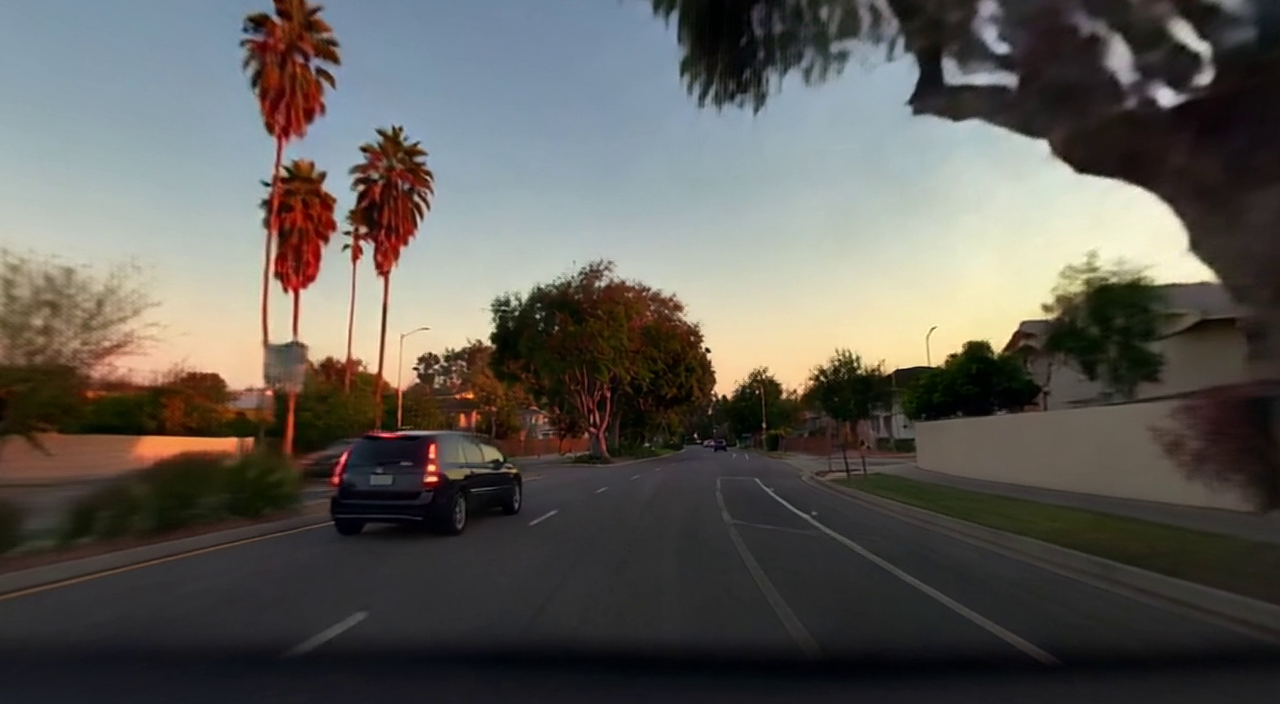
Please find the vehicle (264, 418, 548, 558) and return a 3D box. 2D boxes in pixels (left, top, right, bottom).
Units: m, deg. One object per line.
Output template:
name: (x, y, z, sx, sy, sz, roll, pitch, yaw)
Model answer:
vehicle: (-2.932, 1.850, 9.325, 2.075, 1.498, 4.730, -1, -9, 5)
